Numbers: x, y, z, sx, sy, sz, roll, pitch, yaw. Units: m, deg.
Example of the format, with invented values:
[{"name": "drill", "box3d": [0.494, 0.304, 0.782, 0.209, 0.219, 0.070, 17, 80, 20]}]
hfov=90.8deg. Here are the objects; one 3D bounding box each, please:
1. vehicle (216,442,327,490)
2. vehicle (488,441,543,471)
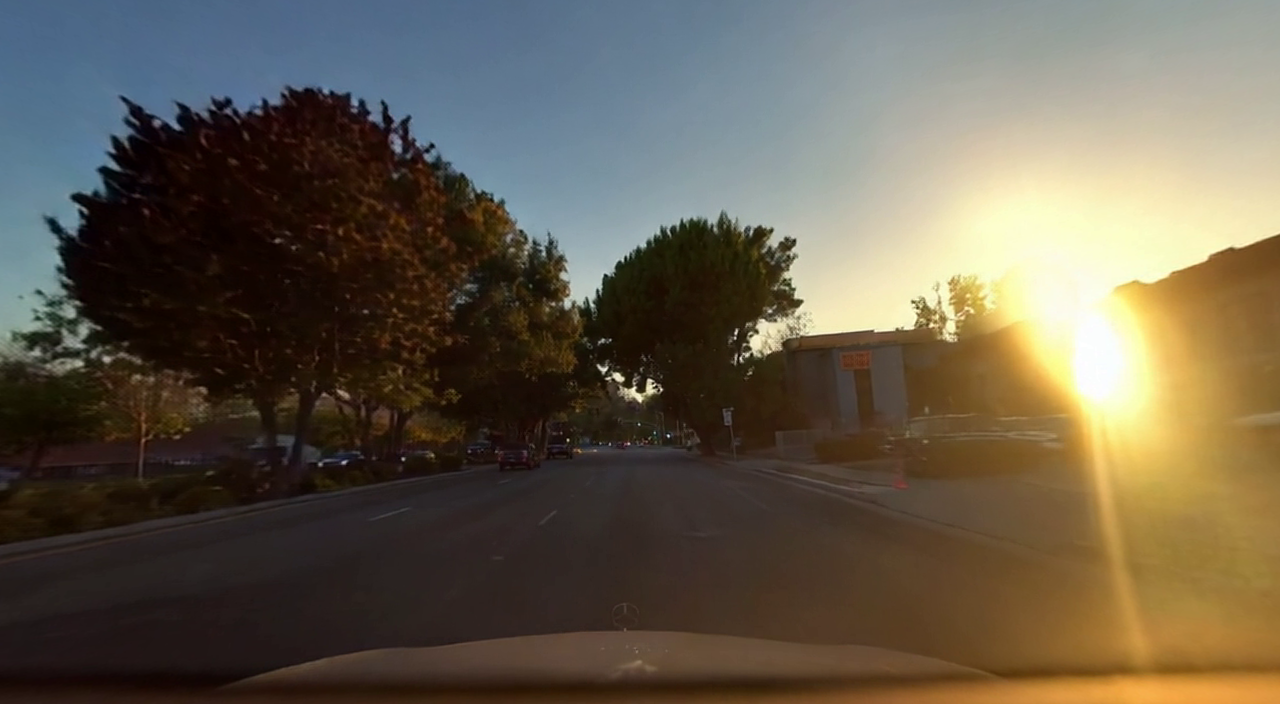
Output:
[{"name": "vehicle", "box3d": [-14.763, 4.561, 25.627, 1.947, 1.784, 4.175, 0, -9, 0]}, {"name": "vehicle", "box3d": [-6.449, 5.439, 33.311, 1.970, 1.456, 4.441, 0, -9, 0]}]
